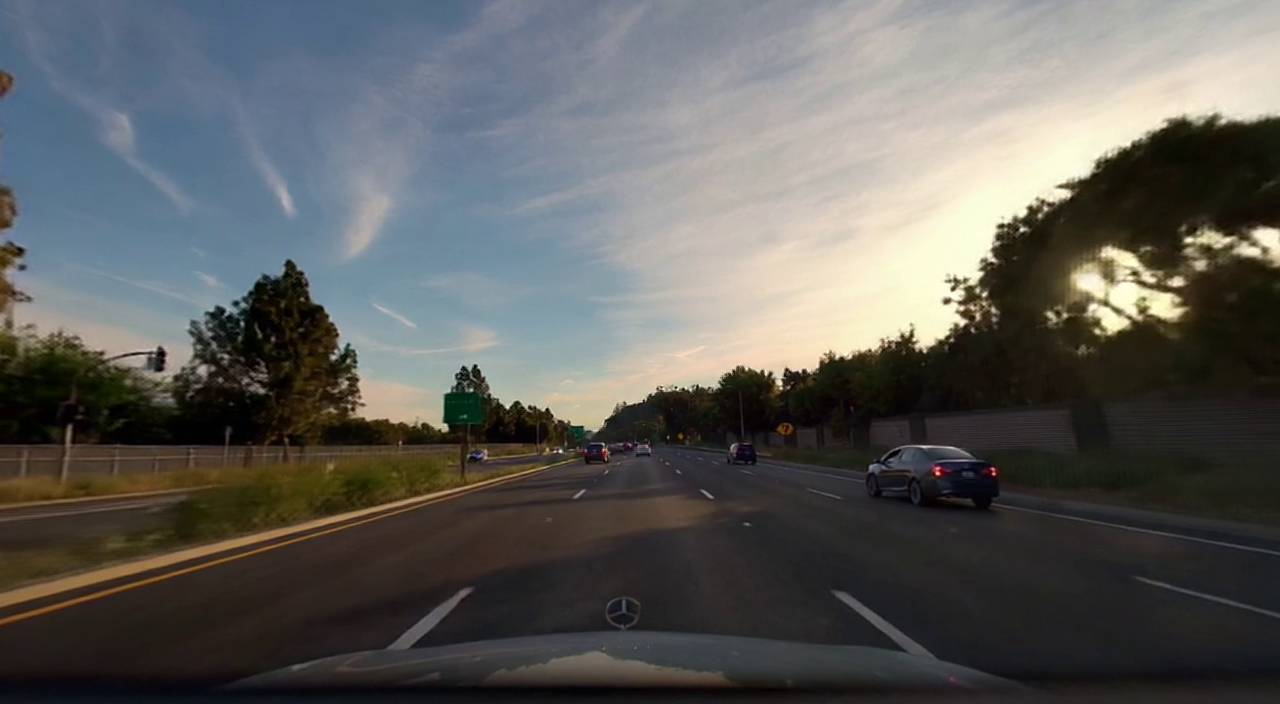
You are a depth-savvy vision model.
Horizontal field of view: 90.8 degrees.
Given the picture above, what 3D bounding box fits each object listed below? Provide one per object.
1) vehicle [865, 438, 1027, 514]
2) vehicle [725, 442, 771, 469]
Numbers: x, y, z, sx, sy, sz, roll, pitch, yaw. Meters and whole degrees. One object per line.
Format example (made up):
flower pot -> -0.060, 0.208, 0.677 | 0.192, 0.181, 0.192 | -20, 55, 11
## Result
vehicle -> 6.870, 2.782, 14.694 | 1.838, 1.518, 3.713 | 0, -8, -1
vehicle -> 6.642, 6.435, 39.420 | 1.987, 1.597, 4.463 | 0, -8, -1
